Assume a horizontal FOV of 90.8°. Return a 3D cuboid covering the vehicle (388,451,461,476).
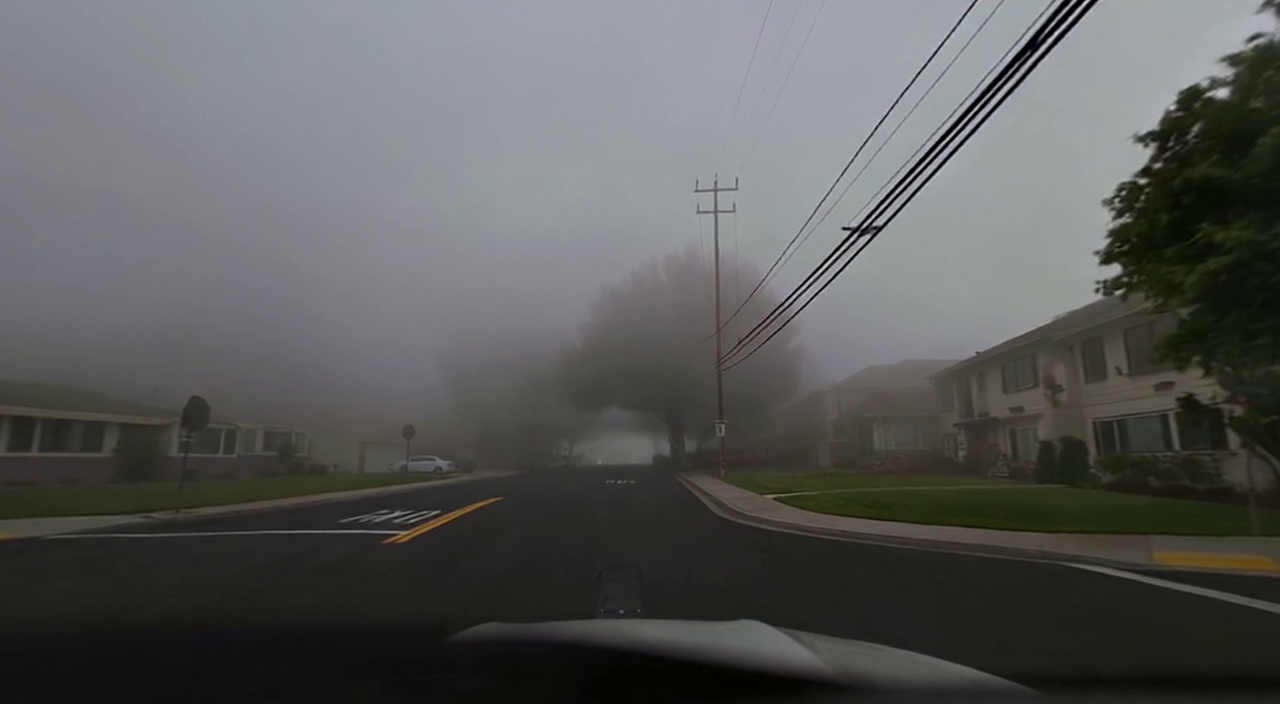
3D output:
[{"bbox_3d":[-15.459,7.985,45.414,4.500,1.714,1.924,-1,-9,7],"label":"vehicle"}]
